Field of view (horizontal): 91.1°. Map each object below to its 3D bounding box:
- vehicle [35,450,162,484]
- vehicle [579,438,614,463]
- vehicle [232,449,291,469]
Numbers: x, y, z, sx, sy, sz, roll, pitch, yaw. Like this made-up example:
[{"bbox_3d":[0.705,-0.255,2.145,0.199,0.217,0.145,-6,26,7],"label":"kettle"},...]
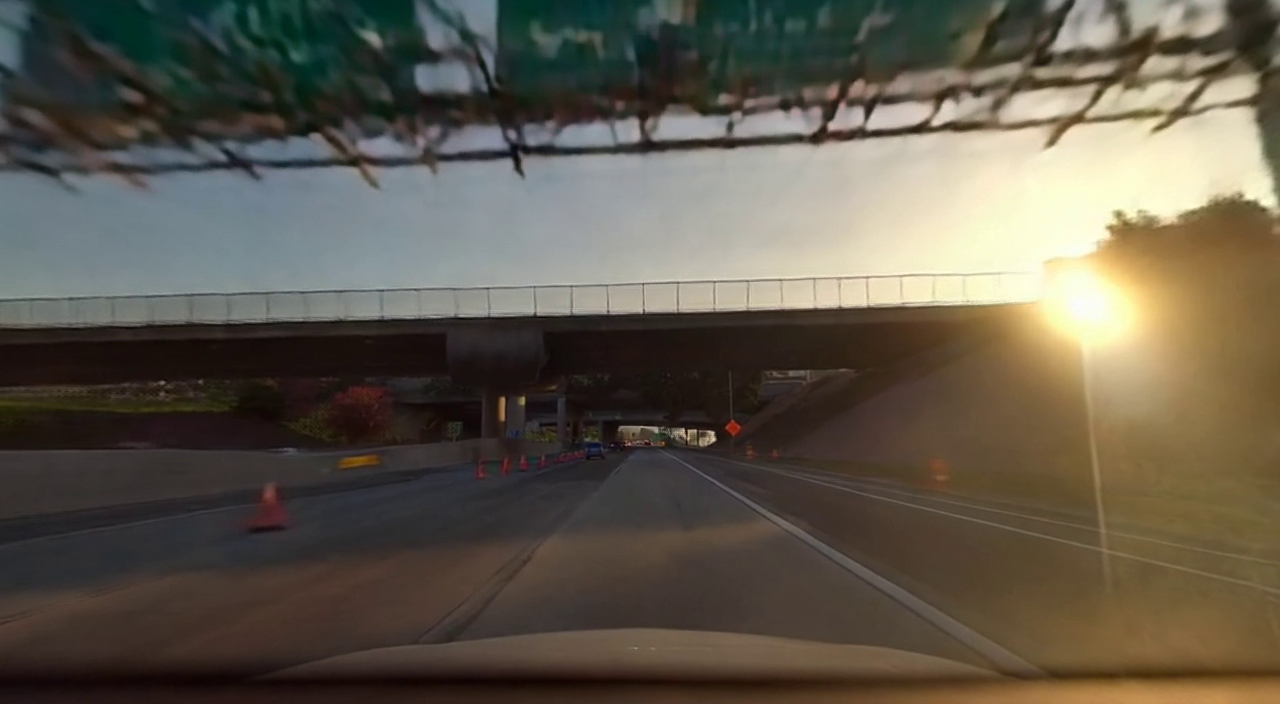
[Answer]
[{"bbox_3d":[-26.411,5.587,30.888,1.932,1.497,4.776,0,-8,1],"label":"vehicle"},{"bbox_3d":[-3.025,6.950,44.477,2.078,1.629,4.059,0,-8,1],"label":"vehicle"},{"bbox_3d":[-29.911,8.450,49.819,1.837,1.449,4.489,0,-8,1],"label":"vehicle"}]
